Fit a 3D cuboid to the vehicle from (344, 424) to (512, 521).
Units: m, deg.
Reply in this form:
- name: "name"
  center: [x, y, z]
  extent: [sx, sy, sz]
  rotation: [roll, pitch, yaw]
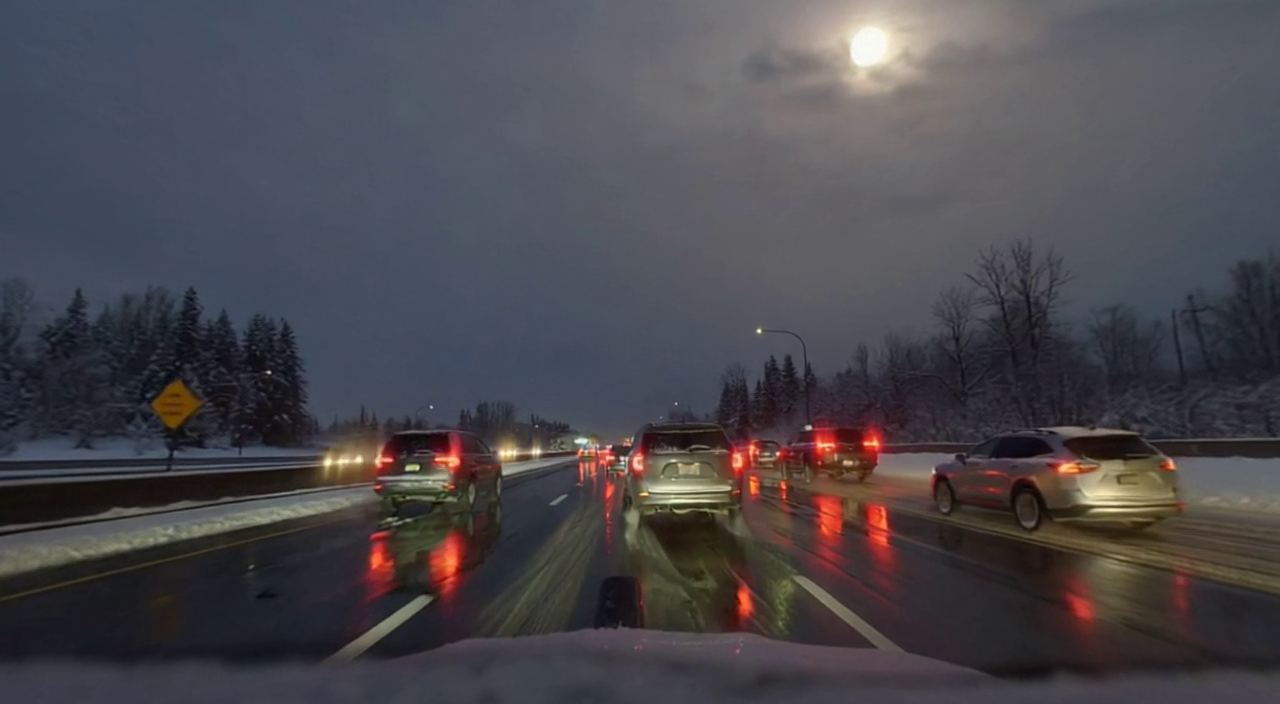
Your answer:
- name: "vehicle"
  center: [-4.347, 2.557, 13.892]
  extent: [2.047, 1.755, 4.638]
  rotation: [0, -9, 0]

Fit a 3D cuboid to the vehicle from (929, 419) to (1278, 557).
- name: "vehicle"
  center: [6.674, 1.994, 9.914]
  extent: [1.972, 1.647, 4.429]
  rotation: [0, -9, -2]

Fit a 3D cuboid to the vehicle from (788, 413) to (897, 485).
- name: "vehicle"
  center: [7.771, 3.843, 24.994]
  extent: [2.390, 2.503, 5.788]
  rotation: [0, -9, 0]

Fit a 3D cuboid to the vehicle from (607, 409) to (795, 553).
- name: "vehicle"
  center: [0.662, 1.889, 9.790]
  extent: [2.230, 1.740, 3.976]
  rotation: [1, -9, -4]
